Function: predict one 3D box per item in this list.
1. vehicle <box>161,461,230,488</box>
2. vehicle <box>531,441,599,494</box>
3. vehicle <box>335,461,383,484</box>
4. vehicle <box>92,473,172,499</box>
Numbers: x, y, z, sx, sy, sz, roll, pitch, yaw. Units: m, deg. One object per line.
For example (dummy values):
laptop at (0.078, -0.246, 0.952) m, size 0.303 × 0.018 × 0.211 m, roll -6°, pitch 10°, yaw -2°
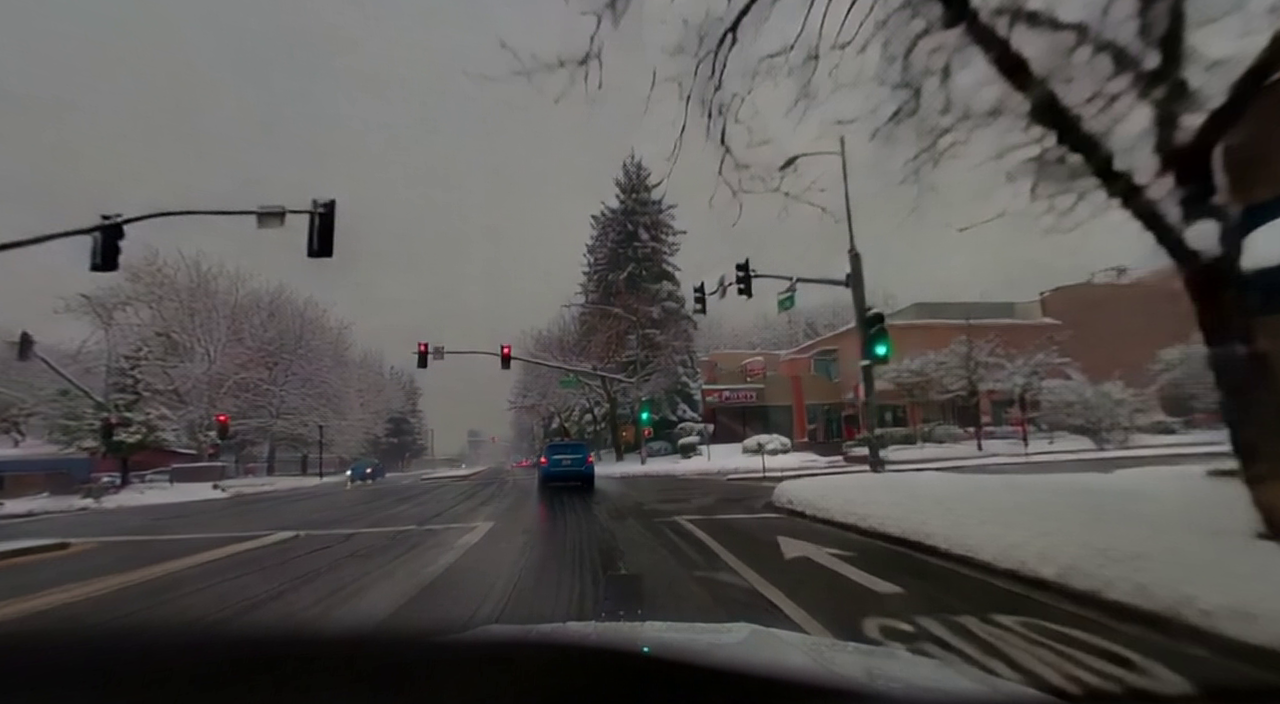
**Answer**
vehicle at (-30.245, 8.325, 43.127) m, size 2.142 × 1.671 × 4.083 m, roll 2°, pitch -9°, yaw -9°
vehicle at (-2.826, 4.196, 23.272) m, size 2.227 × 1.733 × 3.930 m, roll 2°, pitch -9°, yaw -9°
vehicle at (-20.558, 8.820, 46.363) m, size 1.873 × 1.483 × 4.657 m, roll 1°, pitch -9°, yaw -7°
vehicle at (-33.751, 8.878, 42.135) m, size 2.004 × 1.479 × 4.230 m, roll 1°, pitch -9°, yaw -3°
